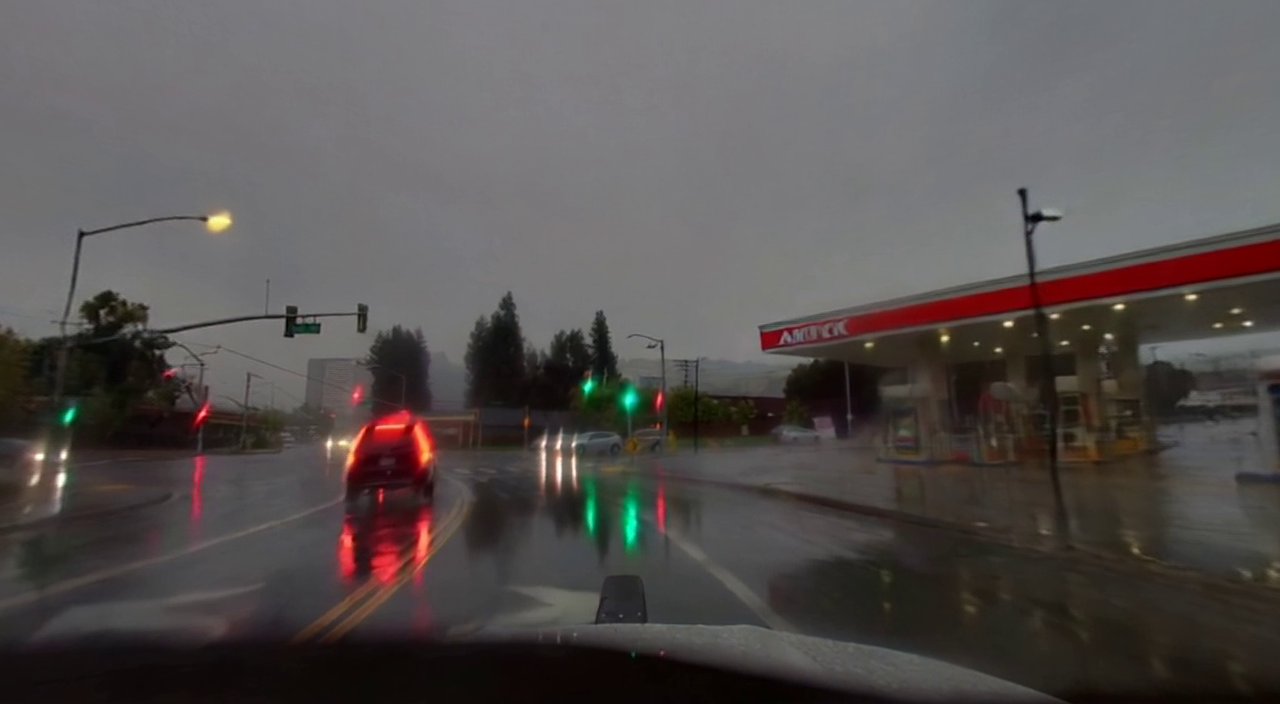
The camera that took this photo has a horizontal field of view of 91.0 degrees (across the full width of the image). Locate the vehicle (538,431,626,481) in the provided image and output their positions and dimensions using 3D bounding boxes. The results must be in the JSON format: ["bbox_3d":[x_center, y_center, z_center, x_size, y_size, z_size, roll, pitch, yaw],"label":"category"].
[{"bbox_3d":[-2.527,4.259,26.055,2.202,1.822,4.826,4,-9,-23],"label":"vehicle"}]

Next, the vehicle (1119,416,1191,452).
[{"bbox_3d":[27.134,4.375,33.144,4.422,1.752,1.988,7,-11,-39],"label":"vehicle"}]

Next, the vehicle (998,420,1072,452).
[{"bbox_3d":[23.096,4.945,36.734,4.595,1.764,2.160,7,-11,-38],"label":"vehicle"}]

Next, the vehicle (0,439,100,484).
[{"bbox_3d":[-25.524,4.471,25.783,4.632,1.757,2.073,4,-9,-24],"label":"vehicle"}]

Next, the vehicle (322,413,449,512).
[{"bbox_3d":[-6.002,2.658,15.510,2.254,2.006,4.766,3,-9,-15],"label":"vehicle"}]
